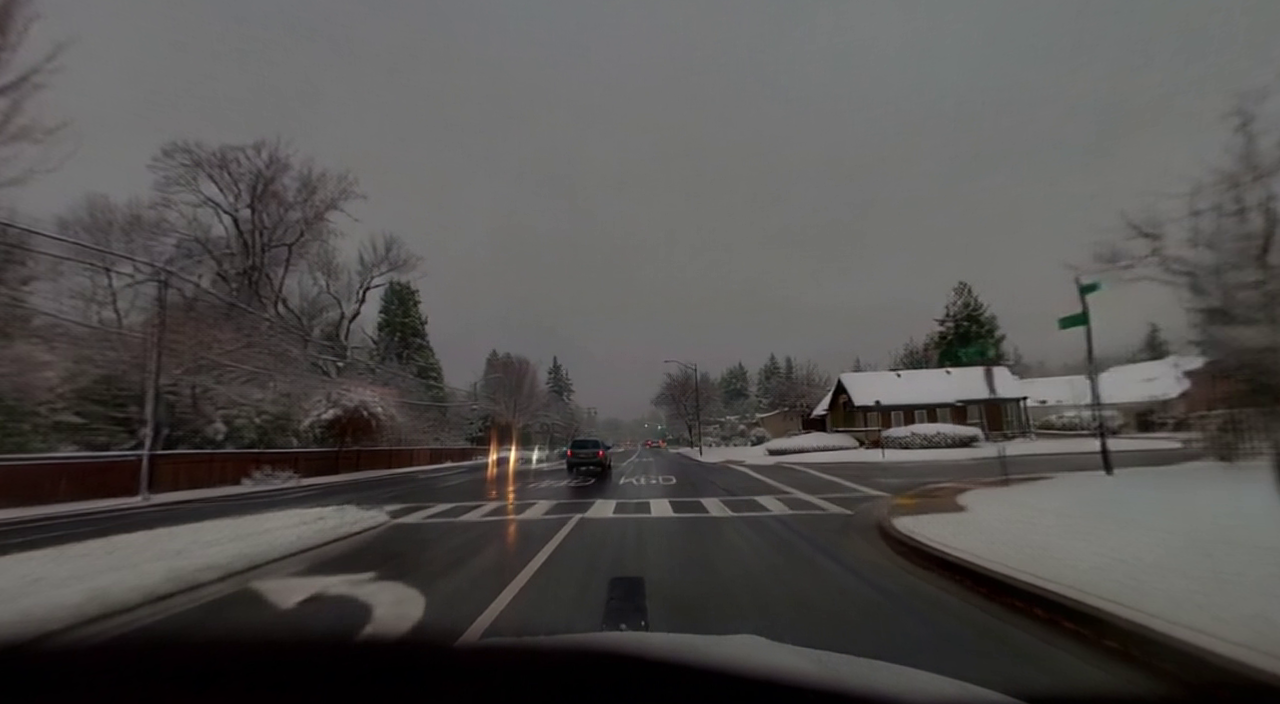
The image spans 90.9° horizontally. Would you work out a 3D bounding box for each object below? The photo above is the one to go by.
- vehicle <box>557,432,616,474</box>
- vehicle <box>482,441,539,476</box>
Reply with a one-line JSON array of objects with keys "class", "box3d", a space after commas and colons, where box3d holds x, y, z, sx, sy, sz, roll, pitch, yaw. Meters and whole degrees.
[{"class": "vehicle", "box3d": [-2.358, 4.623, 28.981, 2.190, 1.766, 4.394, 0, -8, 1]}, {"class": "vehicle", "box3d": [-6.180, 5.142, 30.611, 1.972, 1.514, 4.241, 1, -9, -2]}]
